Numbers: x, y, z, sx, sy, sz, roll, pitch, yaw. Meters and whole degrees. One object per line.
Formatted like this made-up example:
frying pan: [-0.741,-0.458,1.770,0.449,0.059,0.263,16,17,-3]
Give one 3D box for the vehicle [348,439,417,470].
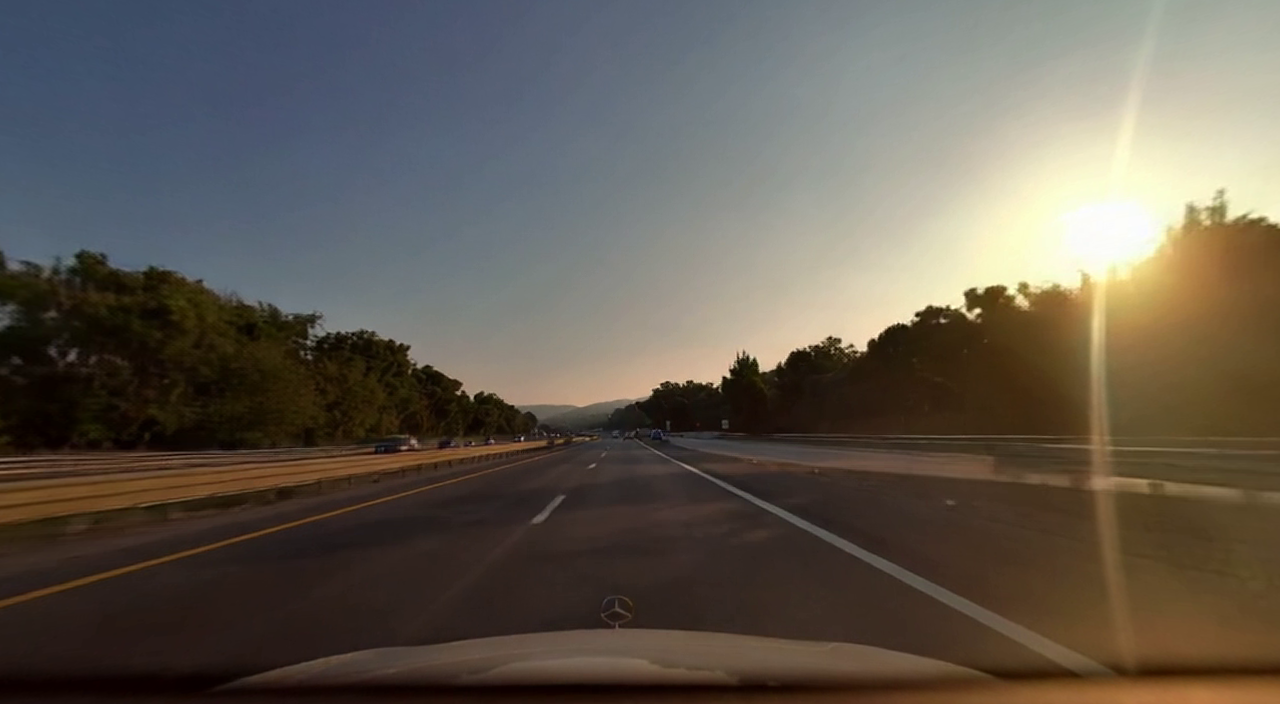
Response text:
vehicle: [-13.243,5.260,32.661,1.873,1.455,4.199,0,-8,-1]
